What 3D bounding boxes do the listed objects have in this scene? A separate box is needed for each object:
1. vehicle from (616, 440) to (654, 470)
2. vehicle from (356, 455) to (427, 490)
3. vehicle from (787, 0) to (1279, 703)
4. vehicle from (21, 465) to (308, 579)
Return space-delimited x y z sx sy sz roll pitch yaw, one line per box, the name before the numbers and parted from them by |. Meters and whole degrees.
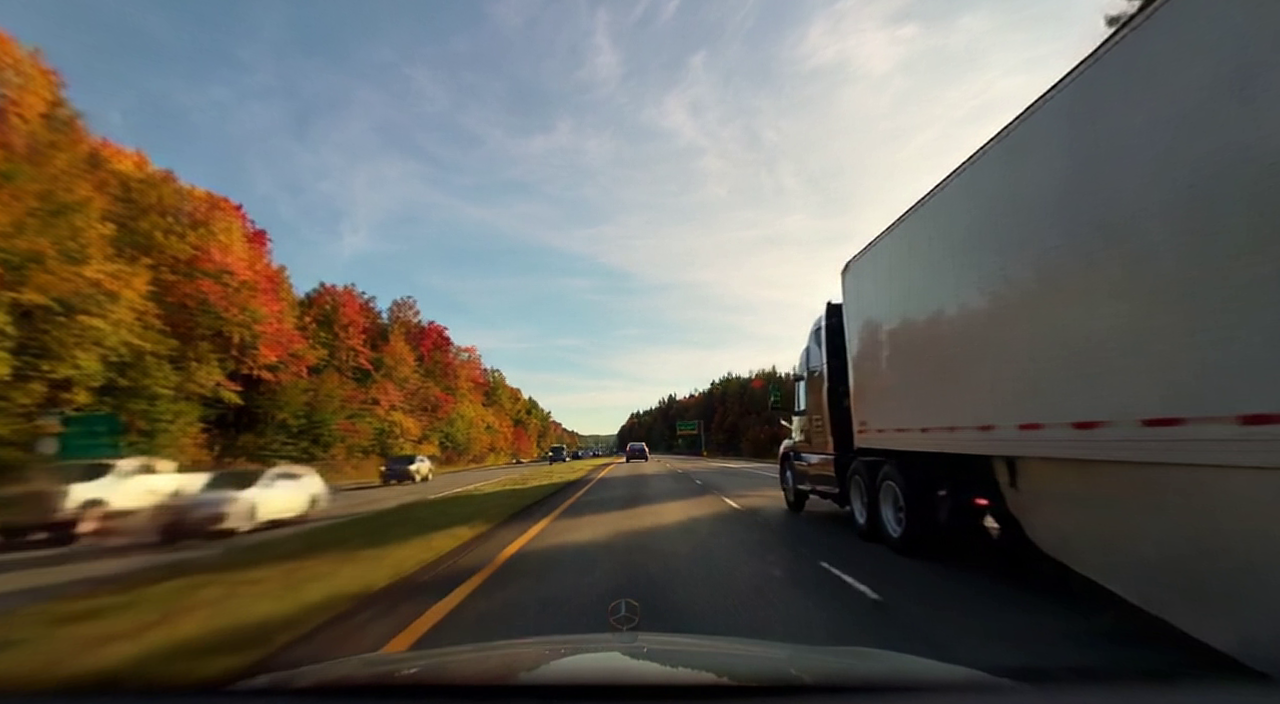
vehicle | -0.307 6.274 38.393 2.168 1.705 4.272 0 -9 -1
vehicle | -13.570 6.566 34.501 1.999 1.686 4.588 -1 -9 0
vehicle | 4.591 0.121 5.616 2.910 4.090 14.063 0 -9 -1
vehicle | -8.387 2.982 11.756 1.914 1.540 4.471 0 -9 -1
